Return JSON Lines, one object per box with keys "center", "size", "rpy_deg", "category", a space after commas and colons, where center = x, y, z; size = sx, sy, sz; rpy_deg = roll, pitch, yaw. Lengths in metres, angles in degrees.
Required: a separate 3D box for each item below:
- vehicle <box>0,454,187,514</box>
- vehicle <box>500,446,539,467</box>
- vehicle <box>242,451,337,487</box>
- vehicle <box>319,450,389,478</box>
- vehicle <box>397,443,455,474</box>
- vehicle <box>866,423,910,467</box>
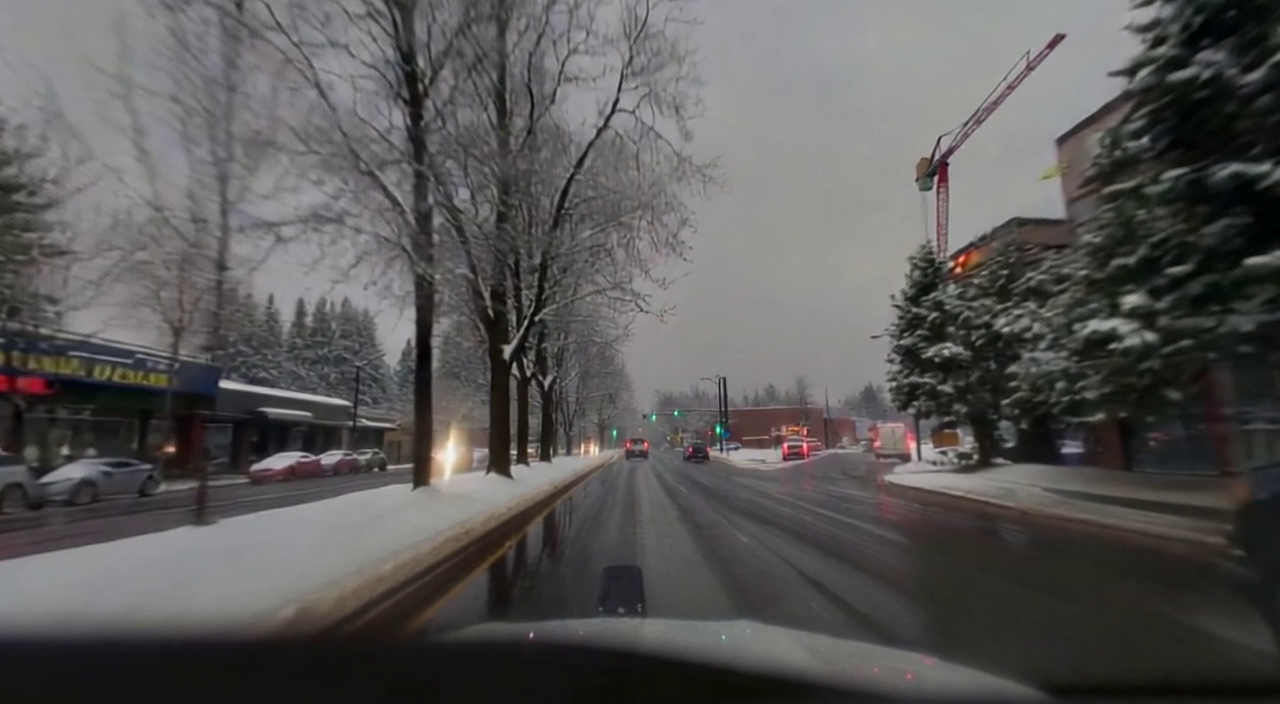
{"center": [-16.230, 3.852, 18.974], "size": [1.829, 1.479, 4.646], "rpy_deg": [0, -8, -1], "category": "vehicle"}
{"center": [-8.877, 7.690, 46.889], "size": [1.960, 1.461, 4.433], "rpy_deg": [0, -8, 0], "category": "vehicle"}
{"center": [-16.377, 5.441, 29.846], "size": [1.856, 1.496, 4.686], "rpy_deg": [0, -8, -1], "category": "vehicle"}
{"center": [-16.339, 6.382, 36.328], "size": [1.852, 1.476, 4.704], "rpy_deg": [0, -8, 0], "category": "vehicle"}
{"center": [-12.177, 6.045, 36.154], "size": [1.883, 1.609, 4.102], "rpy_deg": [0, -8, 0], "category": "vehicle"}
{"center": [16.838, 6.343, 43.147], "size": [2.311, 2.722, 5.823], "rpy_deg": [-3, -9, 18], "category": "vehicle"}
